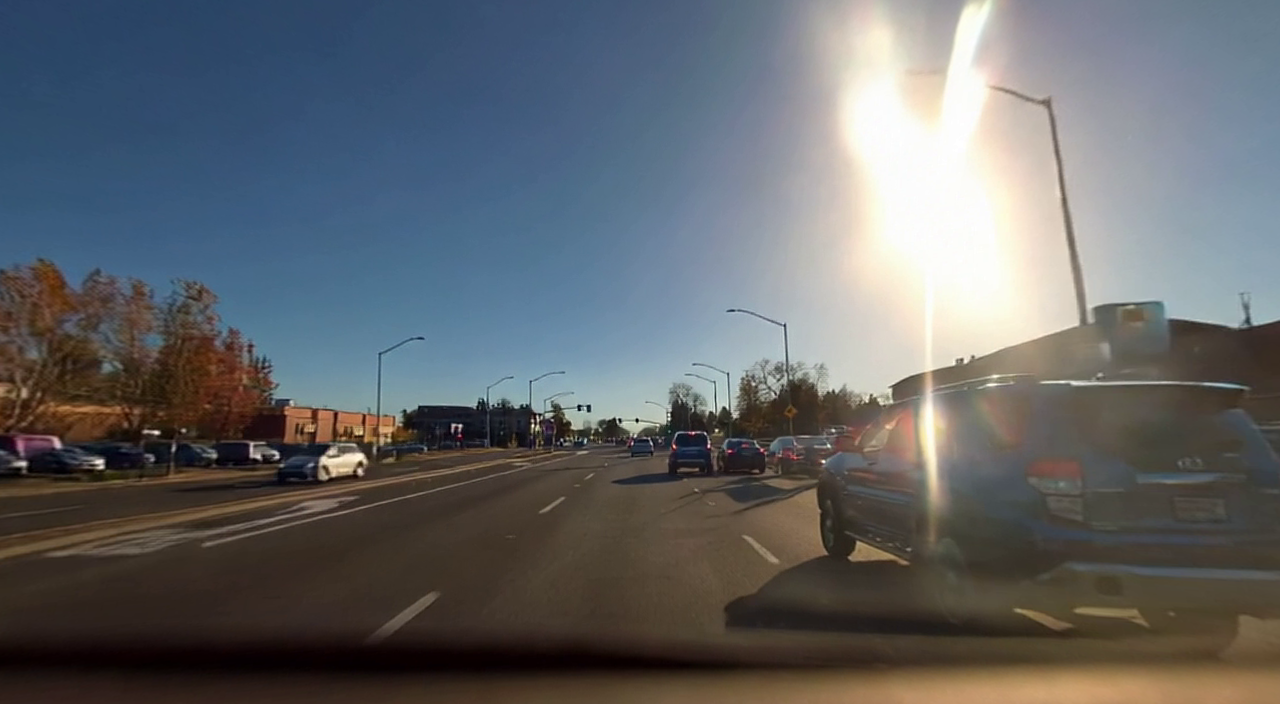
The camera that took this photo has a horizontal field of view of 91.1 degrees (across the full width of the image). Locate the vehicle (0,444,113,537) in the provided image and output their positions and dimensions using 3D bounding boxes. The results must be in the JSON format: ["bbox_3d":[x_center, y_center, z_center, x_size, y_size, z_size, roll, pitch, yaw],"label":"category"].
[{"bbox_3d":[-11.277,2.215,9.978,1.942,1.473,4.506,0,-8,-1],"label":"vehicle"}]

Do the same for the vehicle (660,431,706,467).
[{"bbox_3d":[2.347,5.454,35.506,2.317,1.857,5.150,0,-8,1],"label":"vehicle"}]

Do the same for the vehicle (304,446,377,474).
[{"bbox_3d":[-17.147,6.199,36.234,1.962,1.496,4.431,0,-8,1],"label":"vehicle"}]

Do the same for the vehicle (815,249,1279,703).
[{"bbox_3d":[3.063,0.942,4.515,2.246,1.963,4.777,0,-8,0],"label":"vehicle"}]

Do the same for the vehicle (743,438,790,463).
[{"bbox_3d":[7.743,6.078,38.824,1.895,1.437,4.890,0,-8,0],"label":"vehicle"}]

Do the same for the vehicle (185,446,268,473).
[{"bbox_3d":[-24.335,6.327,37.147,1.822,1.466,4.445,0,-8,1],"label":"vehicle"}]

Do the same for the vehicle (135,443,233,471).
[{"bbox_3d":[-27.051,6.241,37.521,1.929,1.537,5.124,0,-8,1],"label":"vehicle"}]
